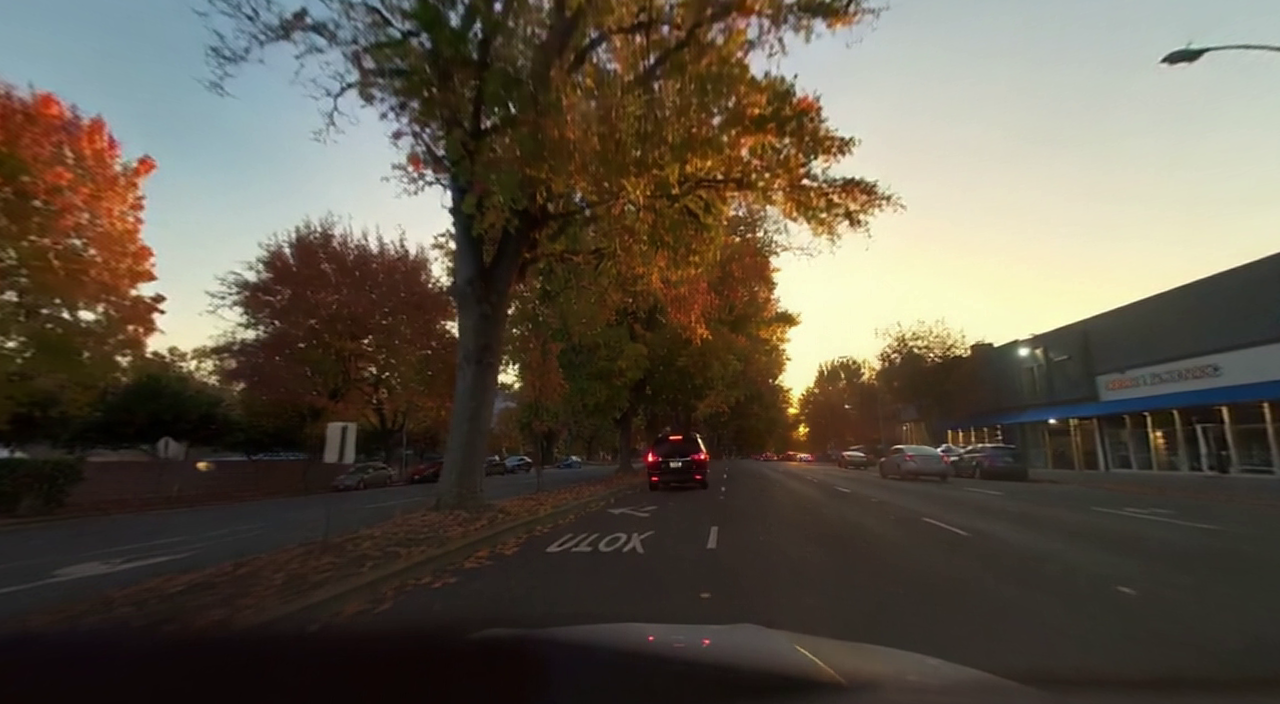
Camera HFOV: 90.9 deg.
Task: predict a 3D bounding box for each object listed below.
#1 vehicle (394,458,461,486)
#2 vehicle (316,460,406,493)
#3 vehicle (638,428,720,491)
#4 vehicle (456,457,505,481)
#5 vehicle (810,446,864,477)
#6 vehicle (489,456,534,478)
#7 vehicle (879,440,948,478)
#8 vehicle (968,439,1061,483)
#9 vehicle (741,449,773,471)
[{"bbox_3d":[-12.155,6.873,36.348,1.877,1.445,4.436,-1,-9,7],"label":"vehicle"},{"bbox_3d":[-13.231,5.897,30.263,1.797,1.351,4.300,-2,-9,10],"label":"vehicle"},{"bbox_3d":[1.466,3.609,21.415,2.344,1.863,4.665,-1,-9,9],"label":"vehicle"},{"bbox_3d":[-11.100,8.167,44.302,1.947,1.558,4.065,-1,-9,7],"label":"vehicle"},{"bbox_3d":[10.102,5.615,32.646,1.886,1.464,4.290,-1,-9,7],"label":"vehicle"},{"bbox_3d":[-10.084,9.048,49.871,1.921,1.621,4.930,-1,-9,8],"label":"vehicle"},{"bbox_3d":[13.829,5.416,32.193,2.040,1.738,4.414,-1,-9,7],"label":"vehicle"},{"bbox_3d":[16.310,4.736,27.719,2.076,1.759,3.970,-1,-9,8],"label":"vehicle"},{"bbox_3d":[9.039,8.356,49.108,2.249,1.621,3.978,-1,-9,8],"label":"vehicle"}]
